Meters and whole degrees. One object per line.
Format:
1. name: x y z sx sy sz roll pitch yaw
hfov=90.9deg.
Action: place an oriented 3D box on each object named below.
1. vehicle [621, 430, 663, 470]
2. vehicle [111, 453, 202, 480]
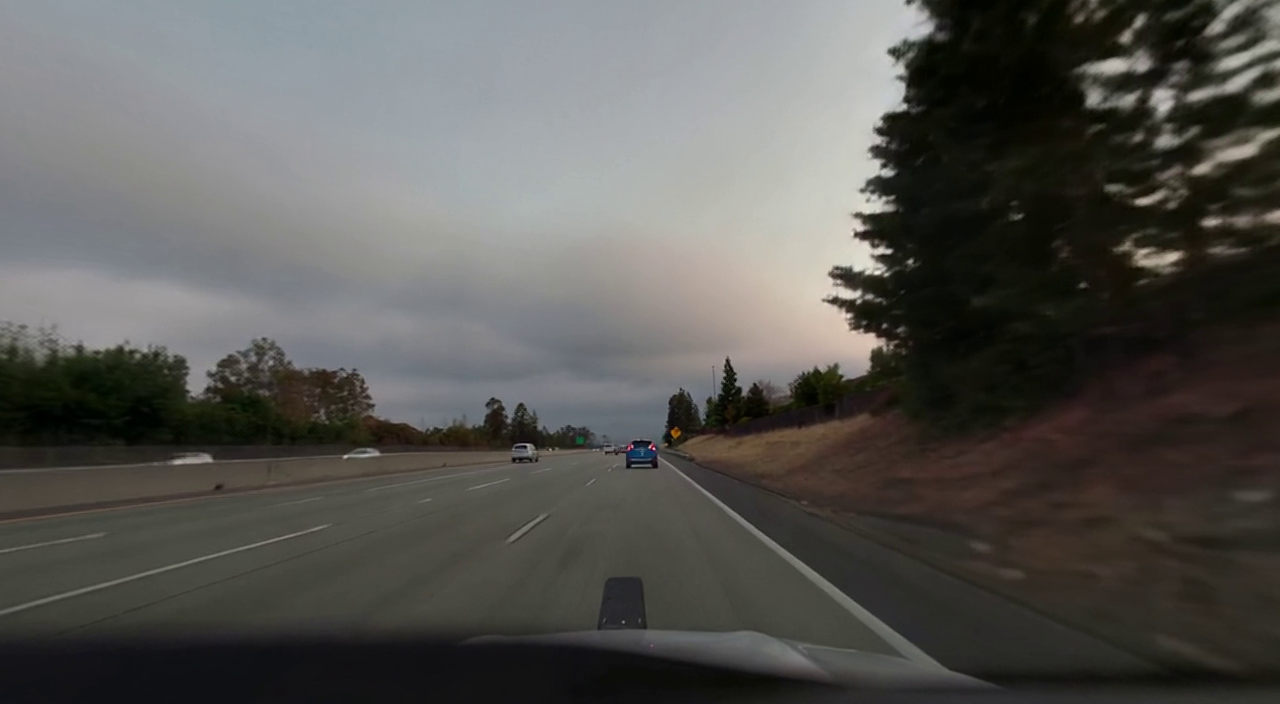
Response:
1. vehicle: 0.112 5.753 37.122 2.318 2.145 4.561 0 -8 0
2. vehicle: -30.864 7.321 40.466 2.126 1.550 4.671 0 -8 1
